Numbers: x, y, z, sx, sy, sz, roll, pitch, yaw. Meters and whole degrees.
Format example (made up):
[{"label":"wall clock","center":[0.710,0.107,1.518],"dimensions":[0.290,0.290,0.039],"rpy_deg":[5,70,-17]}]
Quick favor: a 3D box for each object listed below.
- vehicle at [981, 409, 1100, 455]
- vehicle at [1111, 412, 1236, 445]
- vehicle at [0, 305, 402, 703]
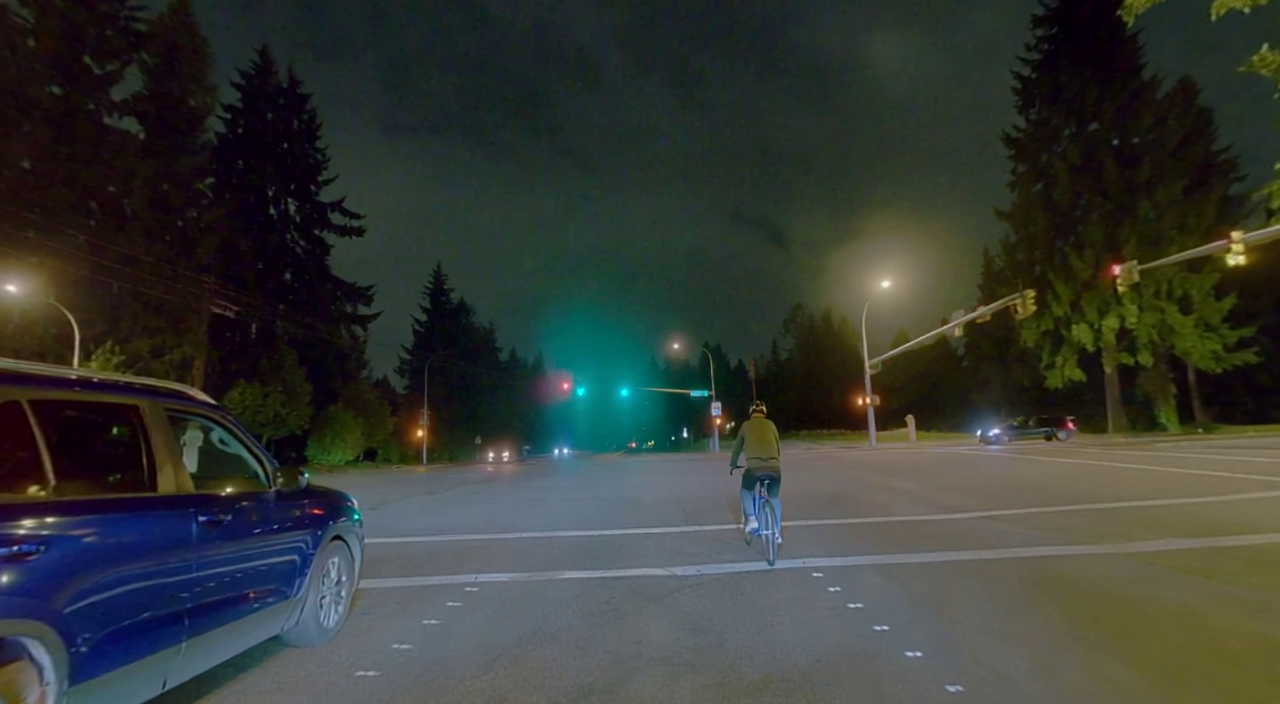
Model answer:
[{"label":"vehicle","center":[18.580,3.750,29.376],"dimensions":[4.237,1.948,1.997],"rpy_deg":[0,-9,-9]},{"label":"vehicle","center":[25.762,3.729,30.491],"dimensions":[4.716,1.507,1.904],"rpy_deg":[2,-9,-11]},{"label":"vehicle","center":[-2.959,0.867,2.743],"dimensions":[2.049,1.756,4.602],"rpy_deg":[0,-8,0]}]
